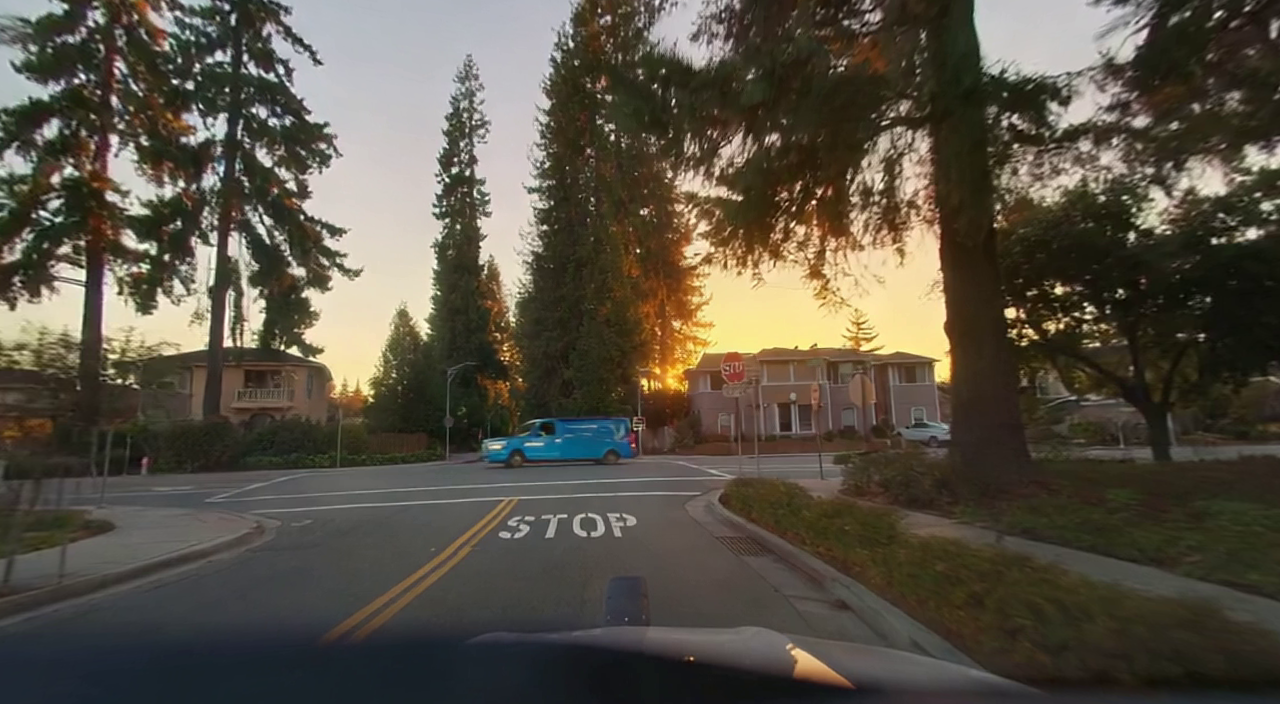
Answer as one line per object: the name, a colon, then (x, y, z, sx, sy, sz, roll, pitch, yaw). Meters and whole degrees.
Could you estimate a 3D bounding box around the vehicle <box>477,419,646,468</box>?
vehicle: (-3.380, 3.917, 27.102, 6.877, 1.941, 2.405, 1, -8, -11)
